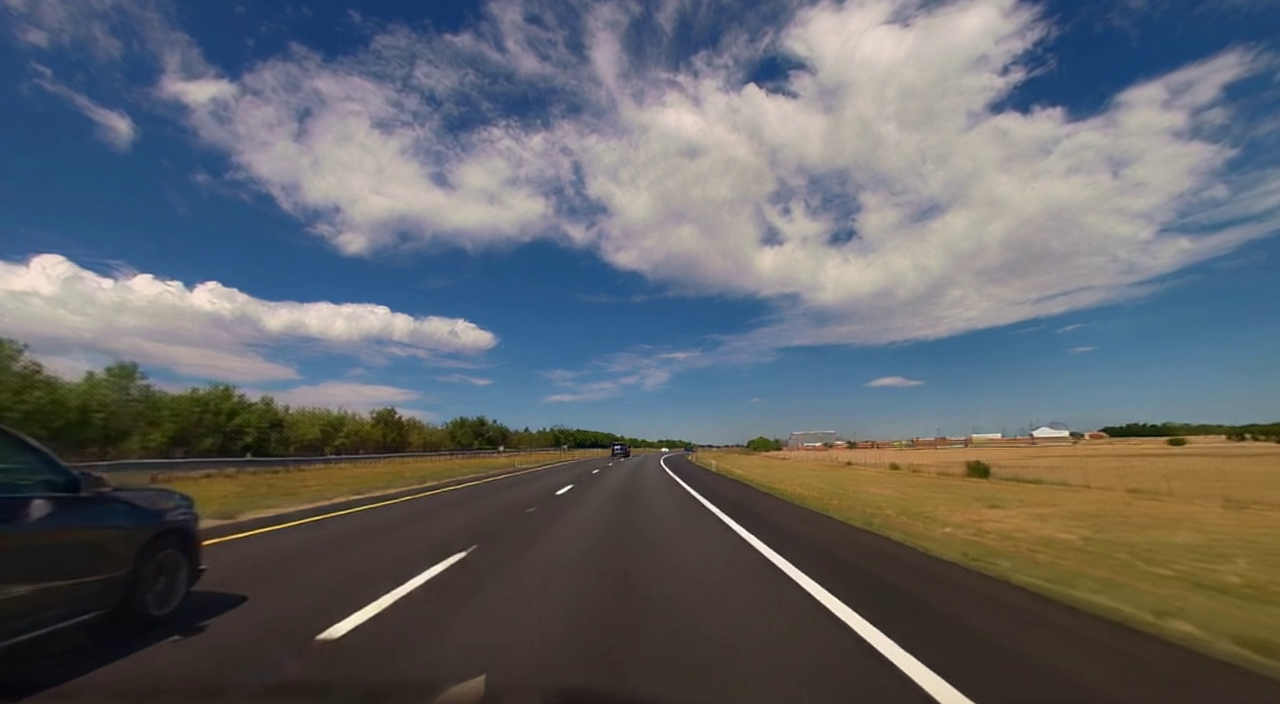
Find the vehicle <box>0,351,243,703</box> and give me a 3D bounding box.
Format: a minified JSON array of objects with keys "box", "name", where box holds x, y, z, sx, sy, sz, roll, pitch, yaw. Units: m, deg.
[{"box":[-4.205,0.793,2.410,2.193,1.771,4.757,0,-9,1],"name":"vehicle"}]
